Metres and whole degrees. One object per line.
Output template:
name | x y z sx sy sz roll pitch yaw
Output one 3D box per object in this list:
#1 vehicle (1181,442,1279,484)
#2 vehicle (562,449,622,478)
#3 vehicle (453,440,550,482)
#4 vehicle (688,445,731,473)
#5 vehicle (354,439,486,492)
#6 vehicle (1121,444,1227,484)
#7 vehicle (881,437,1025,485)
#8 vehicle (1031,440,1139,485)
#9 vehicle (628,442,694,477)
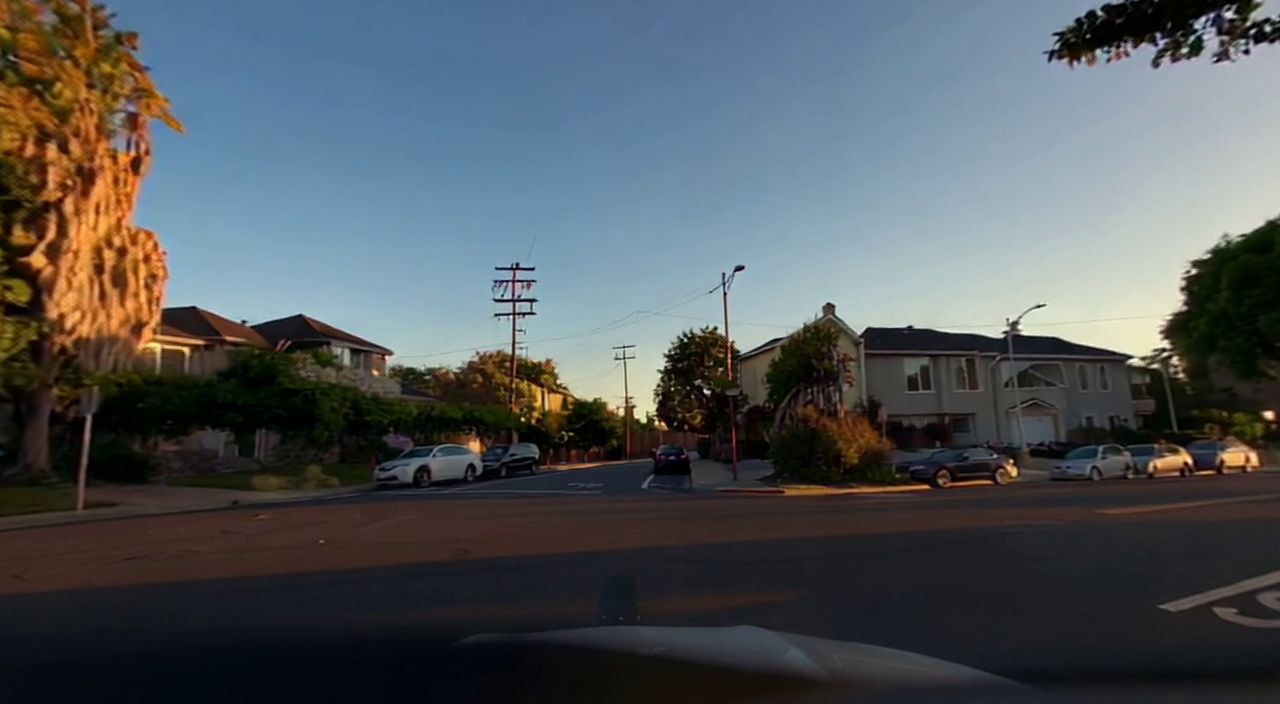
vehicle | 32.458 6.000 34.612 5.738 2.060 2.282 4 -10 -30
vehicle | -3.242 7.691 43.835 2.287 1.830 5.343 -3 -9 18
vehicle | -6.847 5.484 32.066 2.283 1.909 5.692 -3 -9 17
vehicle | 4.620 6.974 41.366 1.989 1.683 3.918 -3 -9 18
vehicle | -8.834 4.594 26.082 2.152 1.877 5.701 -3 -9 17
vehicle | 27.057 5.607 31.951 5.499 1.837 2.089 4 -10 -29
vehicle | 11.839 4.194 23.891 5.197 1.431 2.136 8 -14 -27
vehicle | 19.725 4.839 27.979 4.414 1.837 1.937 4 -10 -28
vehicle | 1.097 5.219 30.892 1.981 1.579 4.446 -4 -9 19
